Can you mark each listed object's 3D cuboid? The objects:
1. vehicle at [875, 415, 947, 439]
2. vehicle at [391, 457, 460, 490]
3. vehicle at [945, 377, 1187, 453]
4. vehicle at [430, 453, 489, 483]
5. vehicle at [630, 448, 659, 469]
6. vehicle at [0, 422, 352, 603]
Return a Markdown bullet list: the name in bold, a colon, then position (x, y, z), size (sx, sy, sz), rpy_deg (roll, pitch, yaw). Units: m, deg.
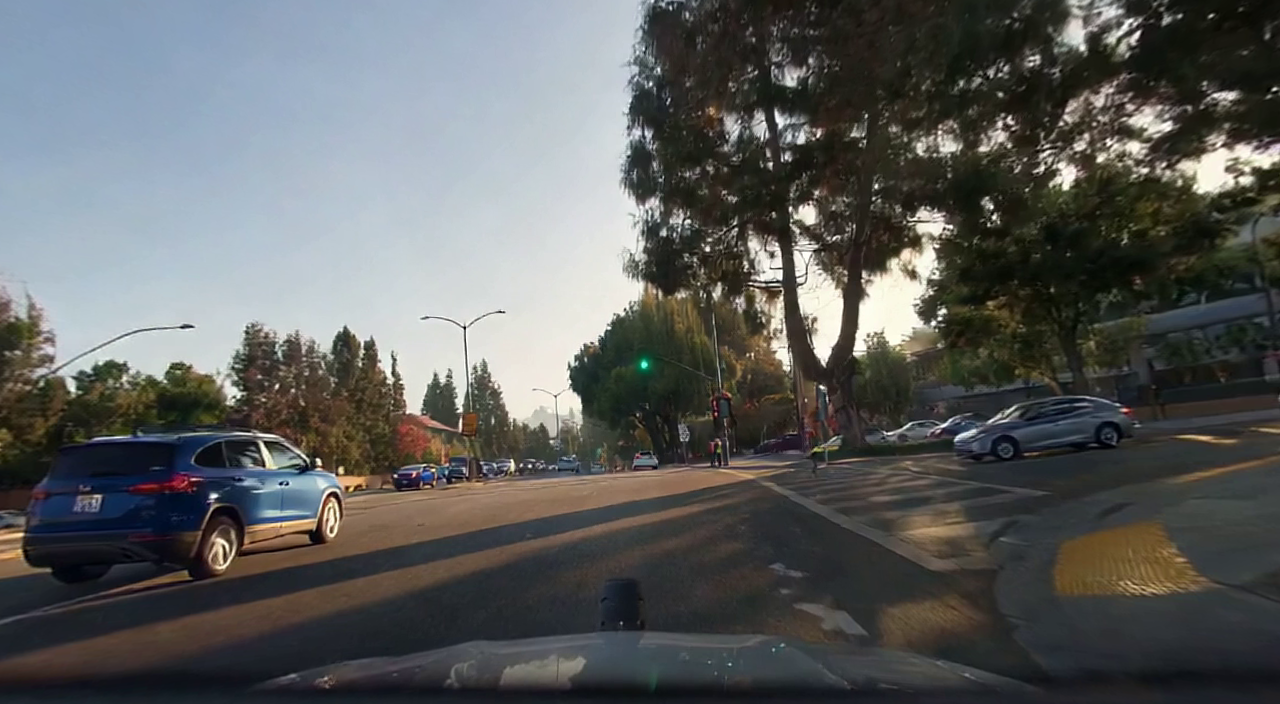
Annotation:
- **vehicle**: position (19.004, 5.328, 44.380), size (1.947, 1.477, 4.661), rpy_deg (7, -9, -20)
- **vehicle**: position (-11.447, 6.557, 33.956), size (2.149, 1.527, 4.691), rpy_deg (-1, -11, -1)
- **vehicle**: position (12.137, 1.862, 18.252), size (5.357, 1.845, 2.151), rpy_deg (-2, -8, -1)
- **vehicle**: position (-12.059, 7.788, 42.555), size (2.167, 1.799, 5.682), rpy_deg (0, -9, 1)
- **vehicle**: position (0.281, 8.012, 47.439), size (2.091, 1.494, 3.962), rpy_deg (0, -8, -1)
- **vehicle**: position (-6.155, 2.049, 8.984), size (2.027, 1.908, 4.273), rpy_deg (0, -9, 0)
